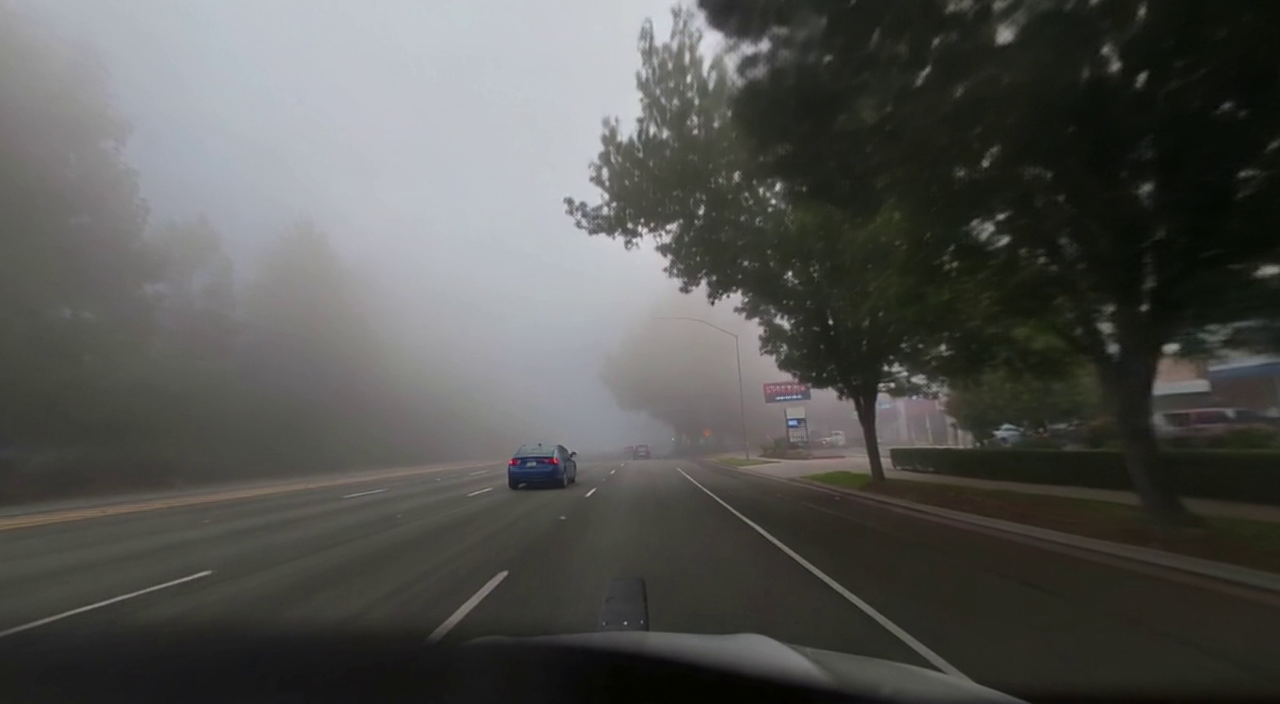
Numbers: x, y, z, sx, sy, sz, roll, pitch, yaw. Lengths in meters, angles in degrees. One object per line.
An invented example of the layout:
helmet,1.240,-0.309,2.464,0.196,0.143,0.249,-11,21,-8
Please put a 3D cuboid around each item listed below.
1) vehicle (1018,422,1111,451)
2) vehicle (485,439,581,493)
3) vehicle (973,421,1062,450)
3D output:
vehicle,25.337,5.092,37.718,4.222,1.450,1.766,-3,-8,0
vehicle,-3.184,3.521,19.814,2.152,1.479,4.394,0,-8,1
vehicle,25.324,5.612,42.359,4.643,1.852,1.978,0,-8,0
